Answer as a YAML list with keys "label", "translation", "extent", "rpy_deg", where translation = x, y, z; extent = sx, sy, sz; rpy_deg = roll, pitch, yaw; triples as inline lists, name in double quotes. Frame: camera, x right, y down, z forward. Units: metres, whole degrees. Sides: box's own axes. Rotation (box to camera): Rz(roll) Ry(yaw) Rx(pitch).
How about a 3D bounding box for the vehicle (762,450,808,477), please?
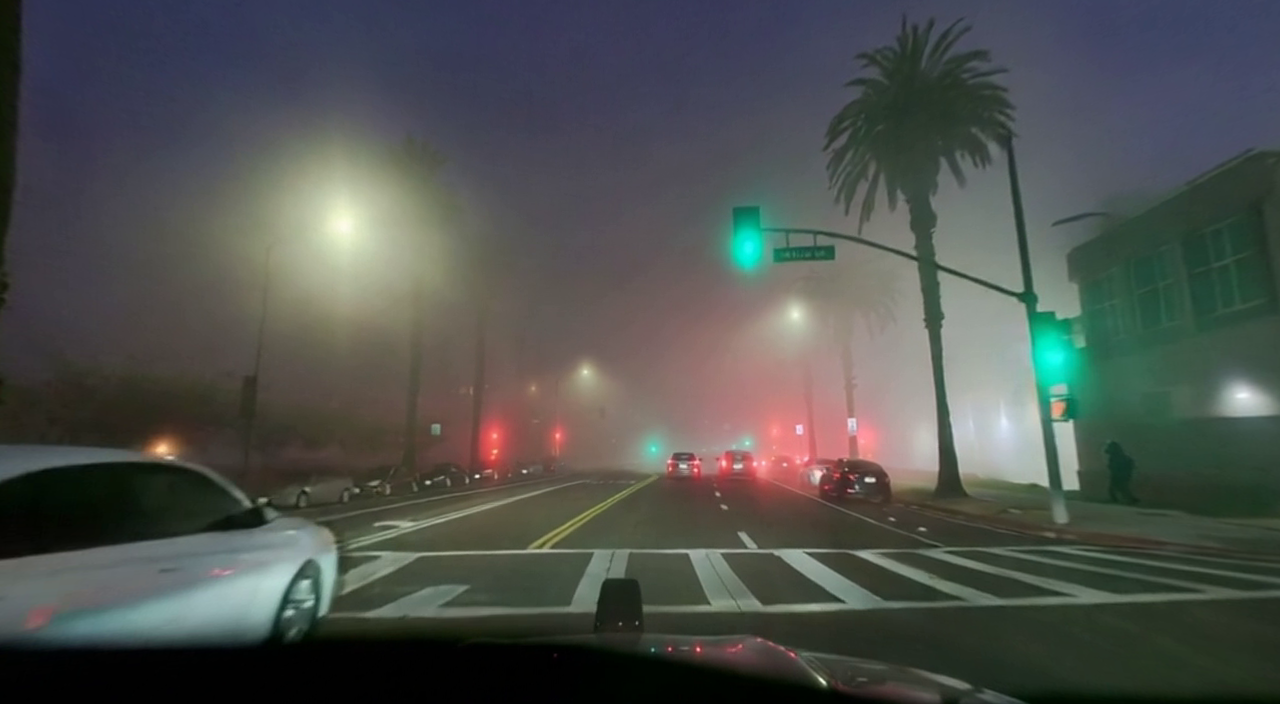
- label: "vehicle"
  translation: [9.500, 7.343, 41.752]
  extent: [2.174, 1.643, 4.860]
  rpy_deg: [-1, -9, 3]

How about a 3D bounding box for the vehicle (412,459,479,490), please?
- label: "vehicle"
  translation: [-10.368, 6.533, 34.001]
  extent: [1.949, 1.470, 4.532]
  rpy_deg: [-1, -9, 3]

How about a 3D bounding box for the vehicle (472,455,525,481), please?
- label: "vehicle"
  translation: [-9.387, 7.798, 42.234]
  extent: [2.188, 1.490, 4.511]
  rpy_deg: [-4, -12, 5]

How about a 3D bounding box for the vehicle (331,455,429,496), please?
- label: "vehicle"
  translation: [-11.070, 5.414, 27.363]
  extent: [1.933, 1.502, 4.649]
  rpy_deg: [-4, -13, 5]

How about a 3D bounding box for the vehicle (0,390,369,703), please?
- label: "vehicle"
  translation: [-3.349, 0.952, 2.296]
  extent: [2.204, 1.584, 4.921]
  rpy_deg: [-1, -9, 5]

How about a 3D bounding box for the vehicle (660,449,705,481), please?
- label: "vehicle"
  translation: [2.126, 5.556, 31.359]
  extent: [2.088, 1.452, 3.993]
  rpy_deg: [-1, -9, 4]

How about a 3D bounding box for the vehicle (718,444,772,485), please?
- label: "vehicle"
  translation: [4.742, 5.144, 29.103]
  extent: [2.003, 1.702, 4.288]
  rpy_deg: [-1, -9, 4]

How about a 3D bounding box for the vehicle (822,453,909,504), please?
- label: "vehicle"
  translation: [7.708, 4.322, 22.057]
  extent: [1.914, 1.560, 4.278]
  rpy_deg: [-1, -9, 7]
